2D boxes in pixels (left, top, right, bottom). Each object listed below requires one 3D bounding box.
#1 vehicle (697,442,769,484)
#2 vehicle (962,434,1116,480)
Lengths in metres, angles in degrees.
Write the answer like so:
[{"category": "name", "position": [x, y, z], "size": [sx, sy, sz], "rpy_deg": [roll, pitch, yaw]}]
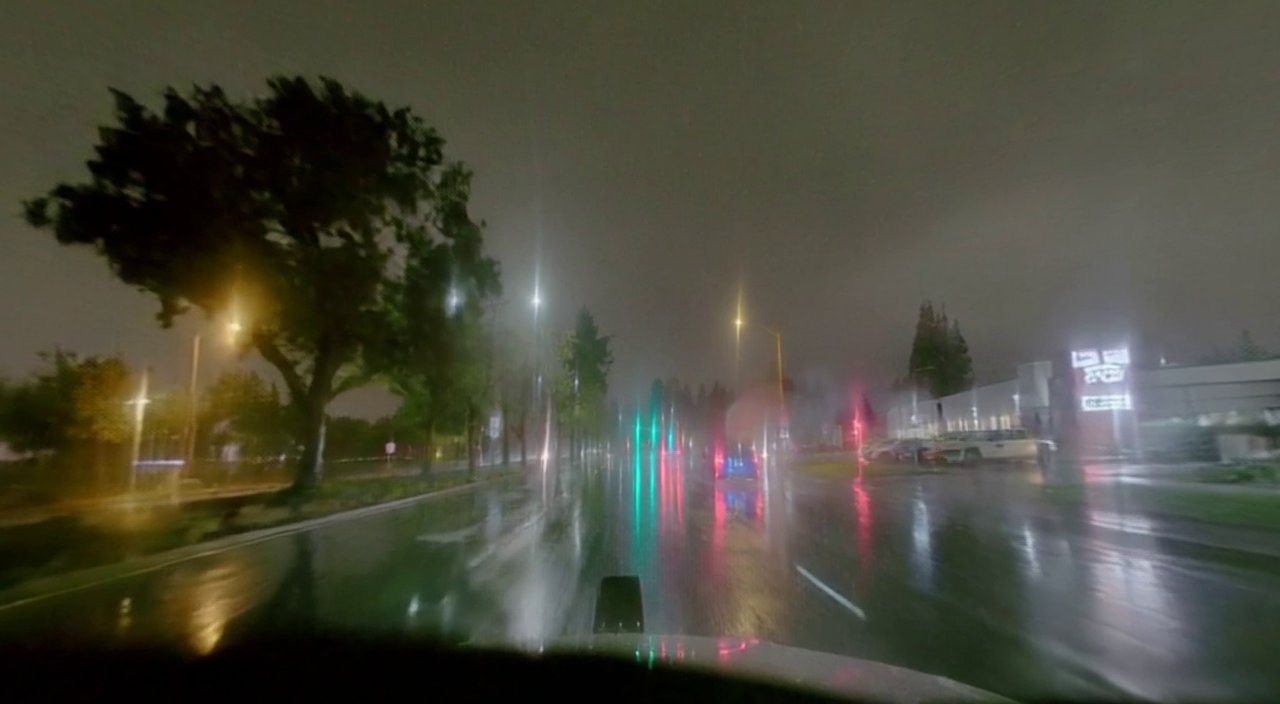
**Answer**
[{"category": "vehicle", "position": [3.576, 4.368, 25.224], "size": [2.033, 1.482, 4.571], "rpy_deg": [0, -8, -2]}, {"category": "vehicle", "position": [15.795, 4.183, 25.202], "size": [4.684, 1.448, 2.090], "rpy_deg": [-3, -8, -3]}]
